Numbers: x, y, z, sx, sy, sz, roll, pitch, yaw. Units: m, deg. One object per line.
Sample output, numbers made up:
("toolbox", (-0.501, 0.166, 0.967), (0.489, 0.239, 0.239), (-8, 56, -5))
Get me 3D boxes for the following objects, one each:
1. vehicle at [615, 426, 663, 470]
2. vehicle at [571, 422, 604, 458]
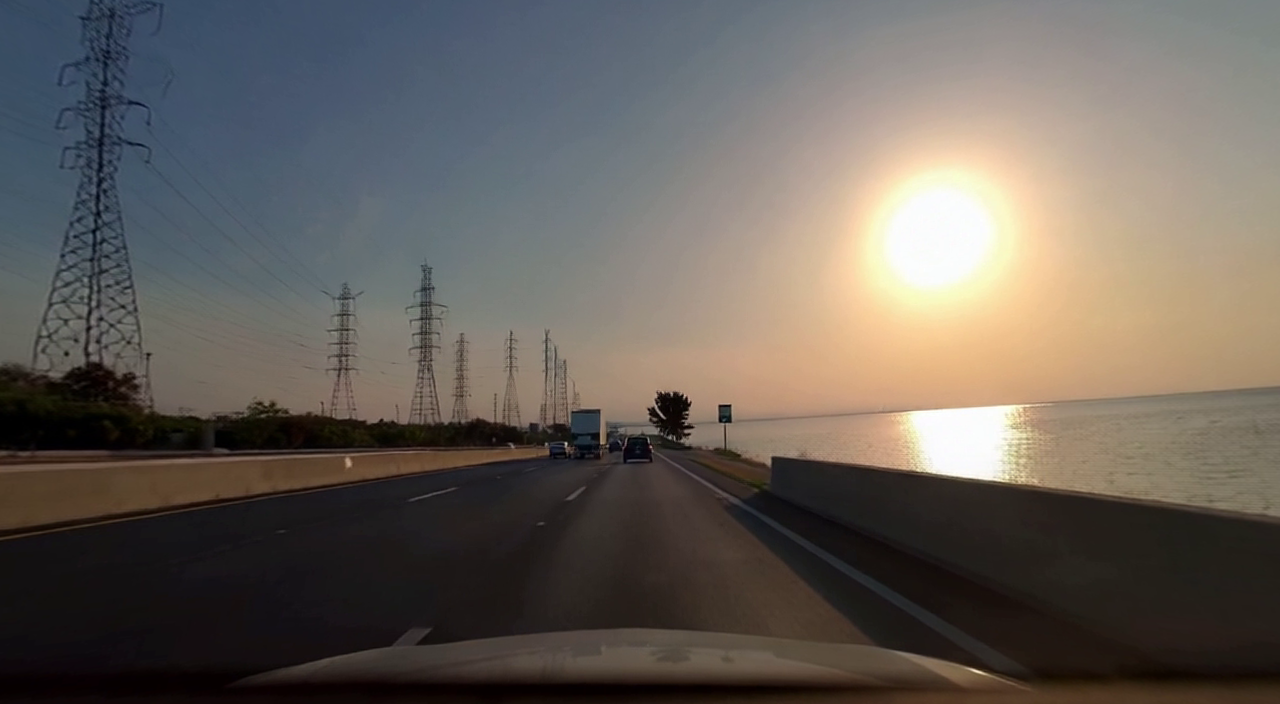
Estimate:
("vehicle", (-0.039, 5.106, 33.590), (2.358, 2.144, 4.713), (0, -8, 0))
("vehicle", (-3.785, 6.351, 45.754), (2.178, 2.522, 2.054), (0, -8, 1))
